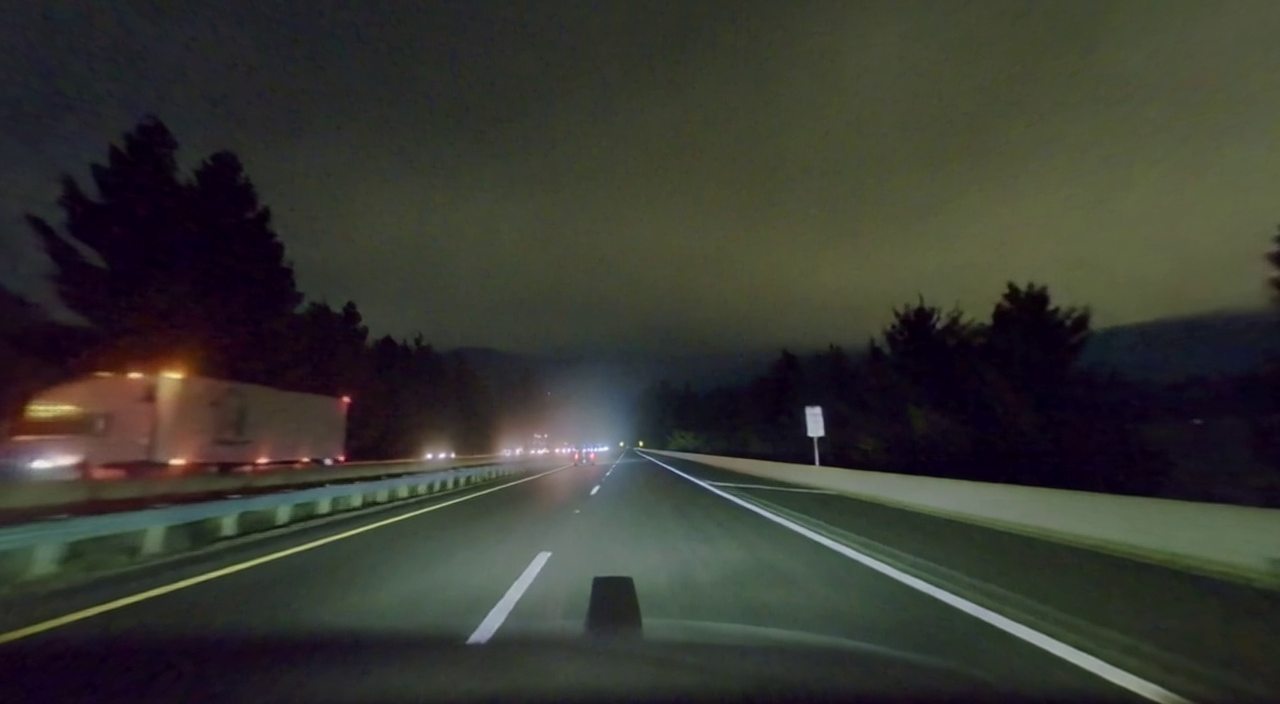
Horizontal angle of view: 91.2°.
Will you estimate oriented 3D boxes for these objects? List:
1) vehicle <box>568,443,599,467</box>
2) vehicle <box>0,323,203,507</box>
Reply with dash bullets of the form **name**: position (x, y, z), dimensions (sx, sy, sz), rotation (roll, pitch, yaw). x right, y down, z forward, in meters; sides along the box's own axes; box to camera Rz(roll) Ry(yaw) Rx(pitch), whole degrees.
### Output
- **vehicle**: position (-4.194, 7.710, 47.166), dimensions (2.098, 1.692, 4.038), rotation (0, -9, -1)
- **vehicle**: position (-16.359, 1.962, 18.141), dimensions (2.959, 4.473, 5.911), rotation (0, -9, -1)
